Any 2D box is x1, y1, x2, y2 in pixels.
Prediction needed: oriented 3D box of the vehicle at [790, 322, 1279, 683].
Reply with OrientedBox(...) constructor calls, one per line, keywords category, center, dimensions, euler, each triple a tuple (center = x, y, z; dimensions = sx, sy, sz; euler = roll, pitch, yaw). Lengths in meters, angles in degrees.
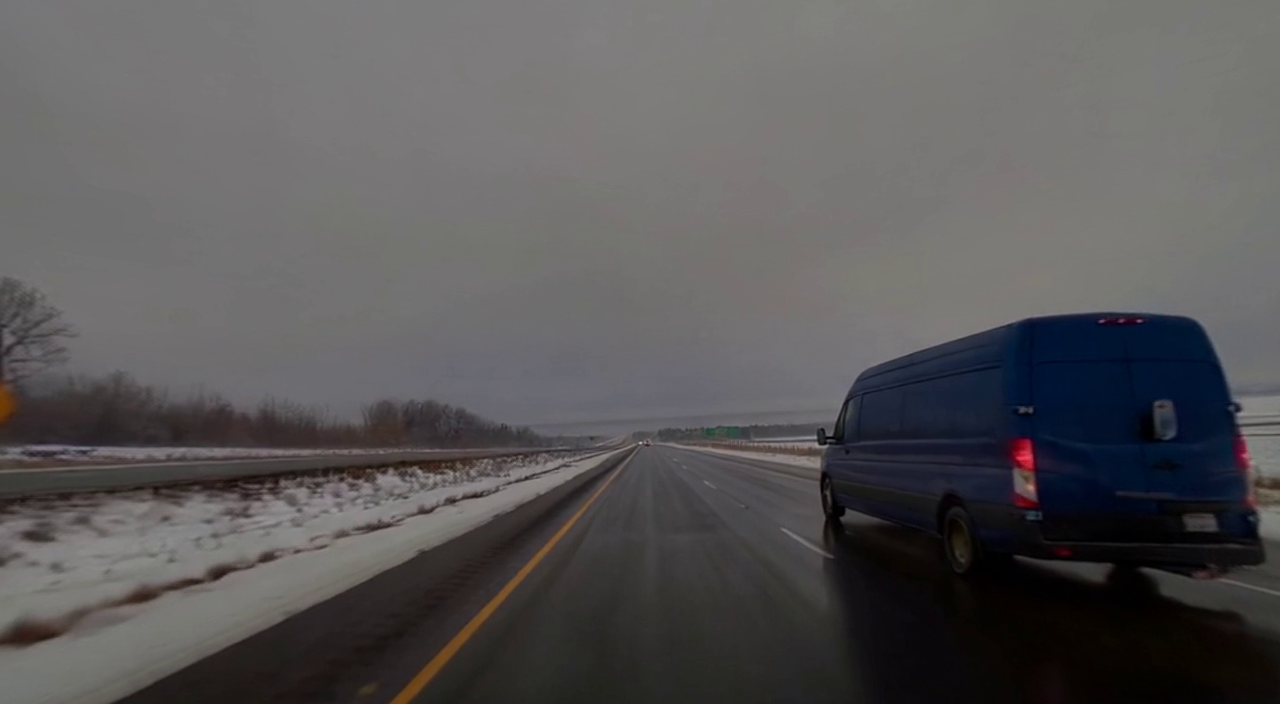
OrientedBox(category="vehicle", center=(4.077, 1.374, 7.363), dimensions=(2.686, 2.043, 7.449), euler=(0, -8, -1))
